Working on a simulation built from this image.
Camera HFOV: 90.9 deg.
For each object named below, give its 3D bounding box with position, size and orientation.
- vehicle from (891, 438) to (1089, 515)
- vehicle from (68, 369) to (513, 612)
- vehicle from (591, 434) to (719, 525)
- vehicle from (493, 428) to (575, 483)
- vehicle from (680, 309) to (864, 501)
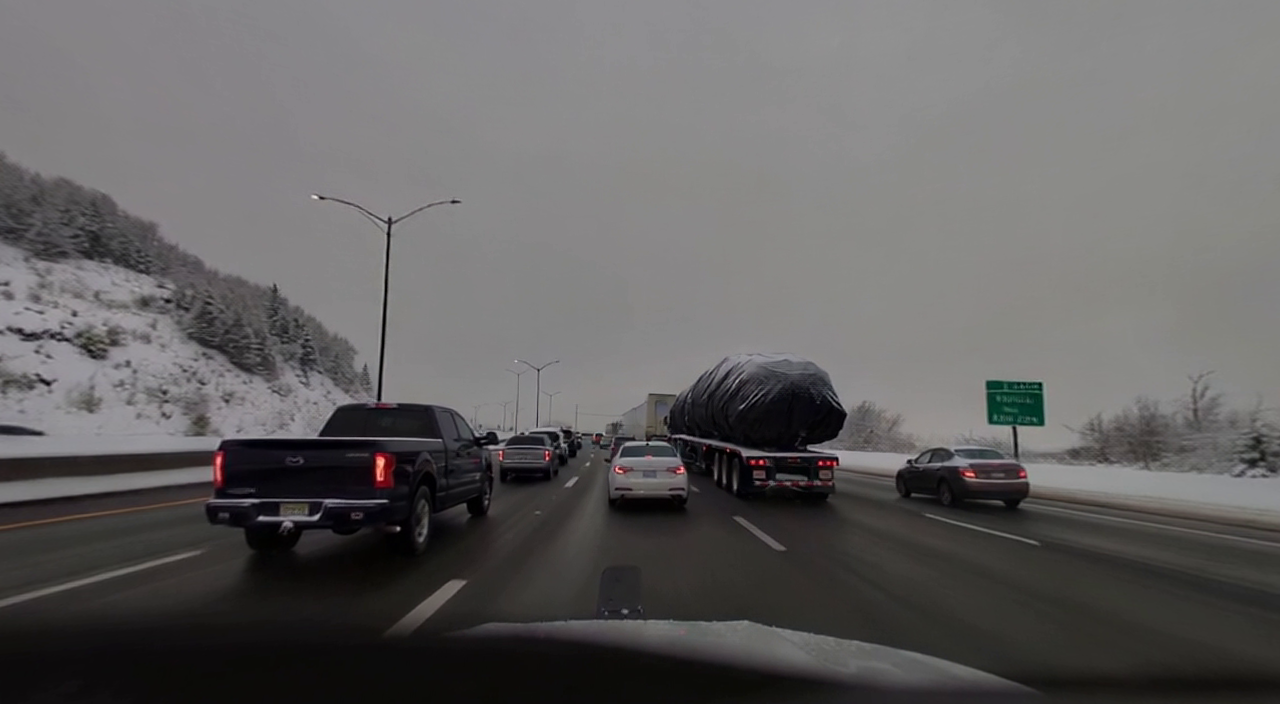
[{"bbox_3d":[7.760,2.768,14.595,2.092,1.495,4.194,0,-8,-2],"label":"vehicle"},{"bbox_3d":[-3.289,1.466,7.705,2.318,1.902,5.374,0,-8,0],"label":"vehicle"},{"bbox_3d":[0.186,2.385,12.430,2.105,1.471,3.978,0,-8,-2],"label":"vehicle"},{"bbox_3d":[-3.787,3.801,23.557,2.348,1.821,5.061,0,-8,-2],"label":"vehicle"},{"bbox_3d":[3.148,1.878,18.945,2.759,4.098,10.906,0,-8,-2],"label":"vehicle"}]
